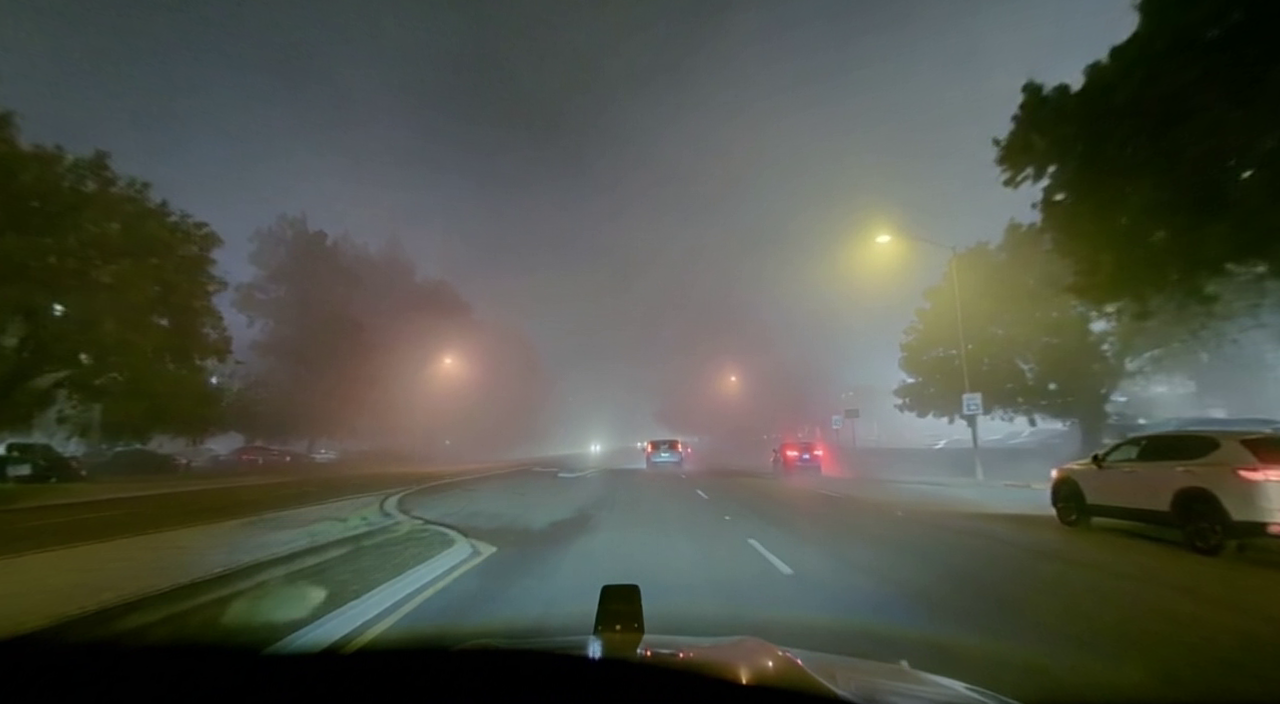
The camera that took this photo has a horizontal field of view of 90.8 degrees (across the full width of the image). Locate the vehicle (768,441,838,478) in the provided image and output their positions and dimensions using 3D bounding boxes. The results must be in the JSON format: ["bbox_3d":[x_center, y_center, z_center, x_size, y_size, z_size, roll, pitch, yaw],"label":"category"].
[{"bbox_3d":[7.388,4.897,29.158,2.029,1.548,4.422,0,-8,0],"label":"vehicle"}]

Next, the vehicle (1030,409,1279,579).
[{"bbox_3d":[7.564,1.743,8.425,2.025,1.719,4.161,0,-8,0],"label":"vehicle"}]

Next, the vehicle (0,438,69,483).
[{"bbox_3d":[-29.987,5.112,29.888,3.883,1.989,2.208,-1,-9,6],"label":"vehicle"}]

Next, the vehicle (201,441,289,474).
[{"bbox_3d":[-29.762,7.920,47.705,5.278,2.181,1.993,-2,-7,-2],"label":"vehicle"}]

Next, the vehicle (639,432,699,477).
[{"bbox_3d":[1.174,4.468,27.668,2.227,1.794,4.457,0,-8,-3],"label":"vehicle"}]
